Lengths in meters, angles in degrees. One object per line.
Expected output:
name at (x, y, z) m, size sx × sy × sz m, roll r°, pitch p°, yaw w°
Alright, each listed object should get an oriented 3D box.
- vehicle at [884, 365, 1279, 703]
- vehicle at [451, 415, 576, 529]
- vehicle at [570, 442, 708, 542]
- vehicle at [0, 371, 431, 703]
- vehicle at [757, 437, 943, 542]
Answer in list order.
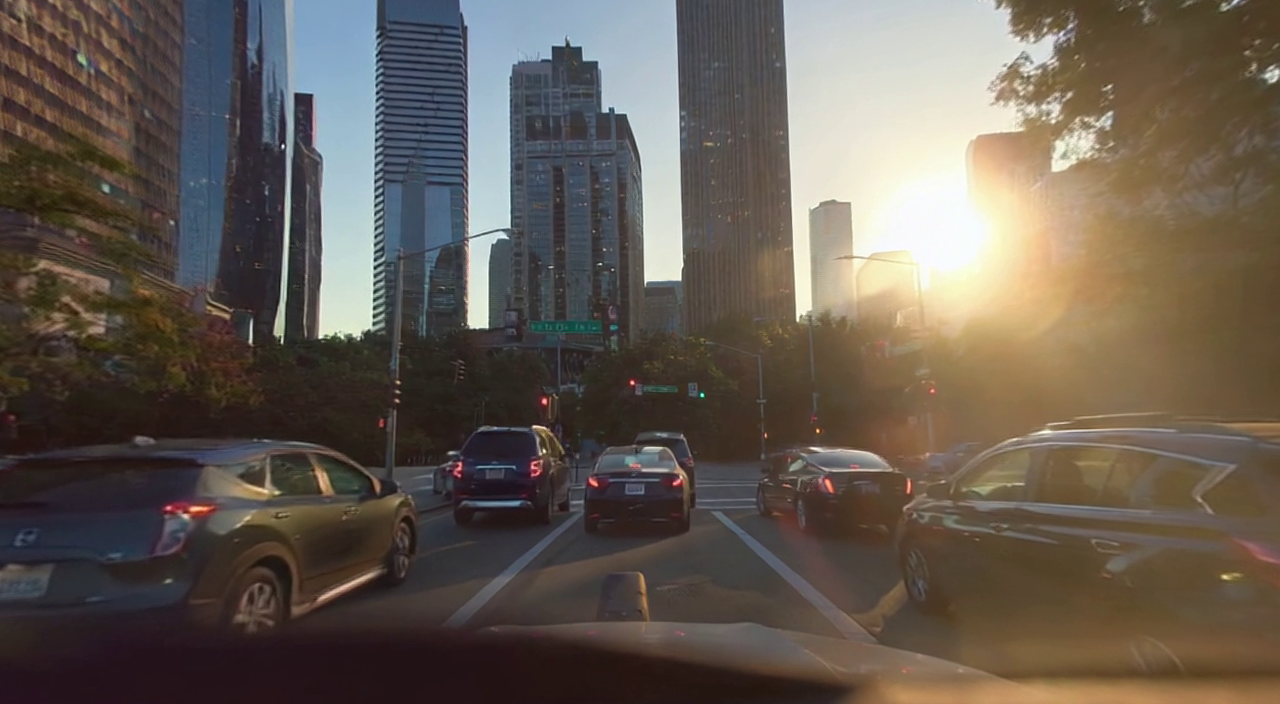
vehicle at (3.344, 1.079, 3.659) m, size 2.179 × 1.631 × 4.173 m, roll 0°, pitch -8°, yaw 0°
vehicle at (-2.501, 2.449, 13.386) m, size 1.683 × 2.039 × 3.703 m, roll 0°, pitch -8°, yaw 3°
vehicle at (0.009, 2.348, 11.259) m, size 2.031 × 1.461 × 3.763 m, roll 0°, pitch -8°, yaw 1°
vehicle at (-3.417, 1.273, 5.115) m, size 2.046 × 1.744 × 4.407 m, roll 0°, pitch -8°, yaw -2°
vehicle at (3.569, 2.393, 11.756) m, size 1.973 × 1.537 × 4.533 m, roll 0°, pitch -8°, yaw 1°
